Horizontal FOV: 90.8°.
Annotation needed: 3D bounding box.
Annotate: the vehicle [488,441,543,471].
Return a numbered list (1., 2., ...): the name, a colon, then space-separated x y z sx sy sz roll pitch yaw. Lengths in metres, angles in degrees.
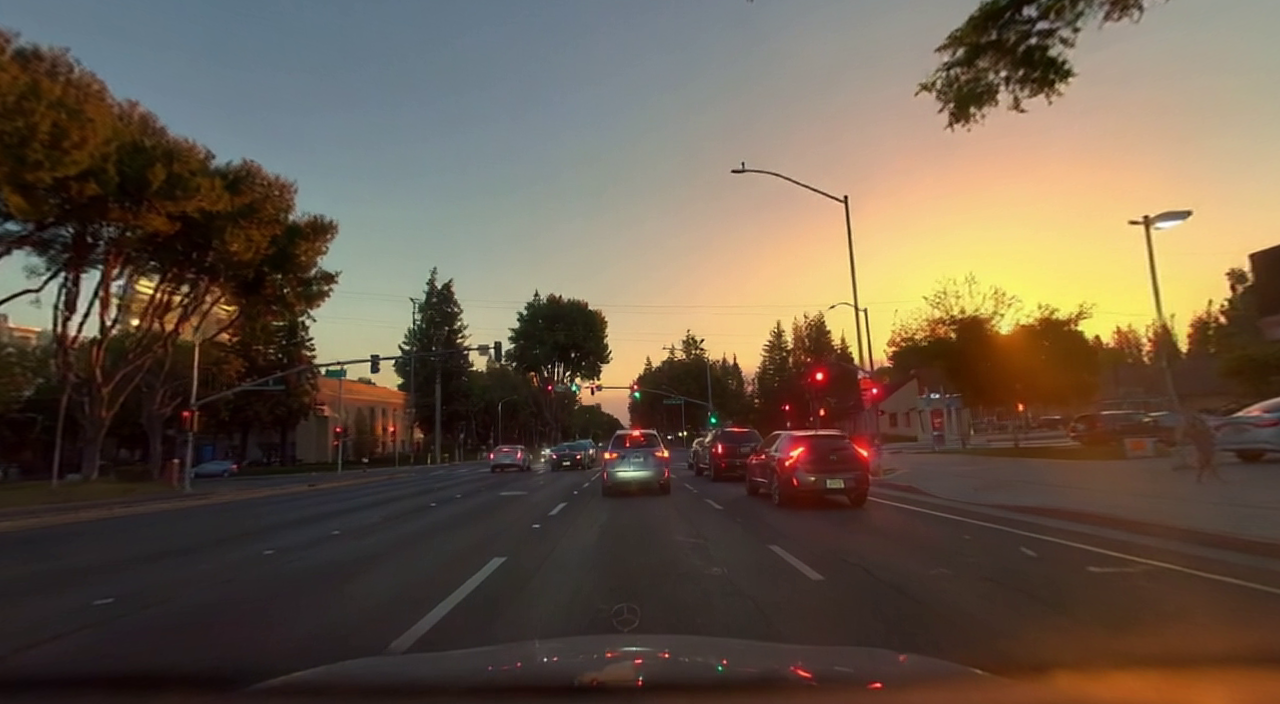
1. vehicle: -6.534 5.506 33.650 1.954 1.473 4.350 0 -9 1

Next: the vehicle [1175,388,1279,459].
1. vehicle: 15.463 1.666 14.552 4.344 1.512 1.936 -1 -9 3

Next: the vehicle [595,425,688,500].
1. vehicle: -0.058 2.842 16.563 2.146 1.685 4.003 0 -9 -3

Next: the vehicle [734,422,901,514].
1. vehicle: 3.594 2.458 13.879 2.198 1.660 4.512 0 -9 -2

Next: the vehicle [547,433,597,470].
1. vehicle: -3.466 5.190 32.966 2.106 1.778 4.444 0 -9 0

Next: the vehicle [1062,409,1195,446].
1. vehicle: 23.966 3.744 31.134 4.854 1.712 2.017 0 -9 -1
